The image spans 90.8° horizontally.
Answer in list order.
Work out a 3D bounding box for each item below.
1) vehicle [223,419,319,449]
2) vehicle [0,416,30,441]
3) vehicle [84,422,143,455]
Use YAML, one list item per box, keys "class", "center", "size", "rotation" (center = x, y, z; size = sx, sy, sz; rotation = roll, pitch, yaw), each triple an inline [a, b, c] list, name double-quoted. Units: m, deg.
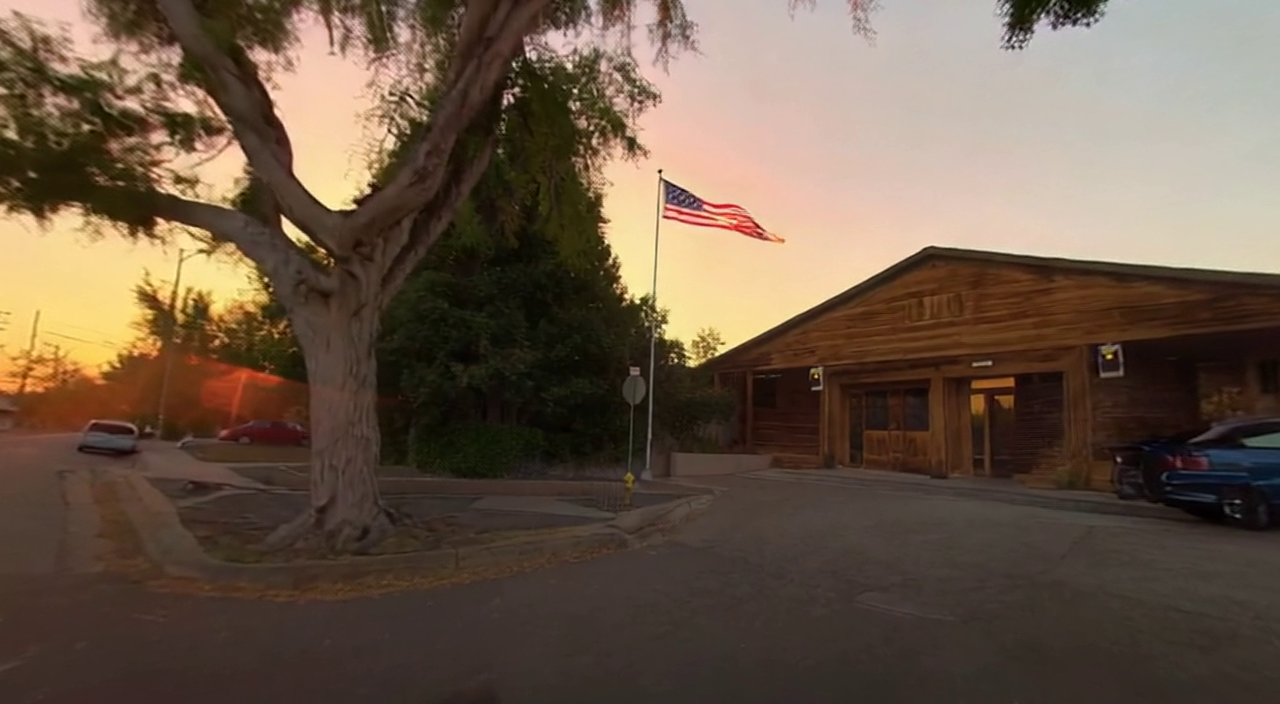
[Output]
- class: "vehicle"
  center: [-22.864, 5.147, 39.236]
  size: [4.767, 1.735, 1.920]
  rotation: [7, -11, -39]
- class: "vehicle"
  center: [-46.607, 5.617, 46.264]
  size: [2.110, 1.703, 4.568]
  rotation: [6, -11, -36]
- class: "vehicle"
  center: [-25.213, 4.164, 30.343]
  size: [1.941, 1.460, 4.206]
  rotation: [7, -11, -38]
